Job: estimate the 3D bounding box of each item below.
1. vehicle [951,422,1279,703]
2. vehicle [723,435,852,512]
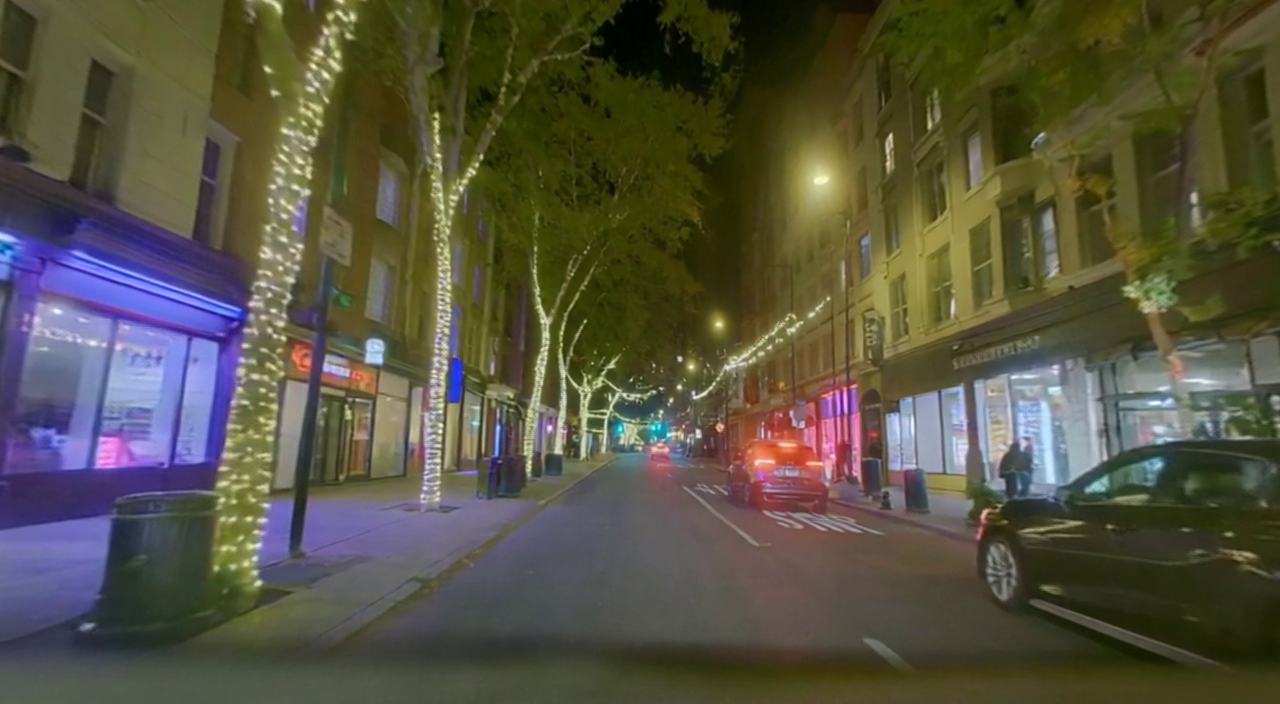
[{"bbox_3d":[4.001,1.181,3.722,1.977,1.478,4.458,0,-8,-1],"label":"vehicle"},{"bbox_3d":[3.328,2.820,15.216,1.971,1.559,4.326,0,-8,-1],"label":"vehicle"}]
